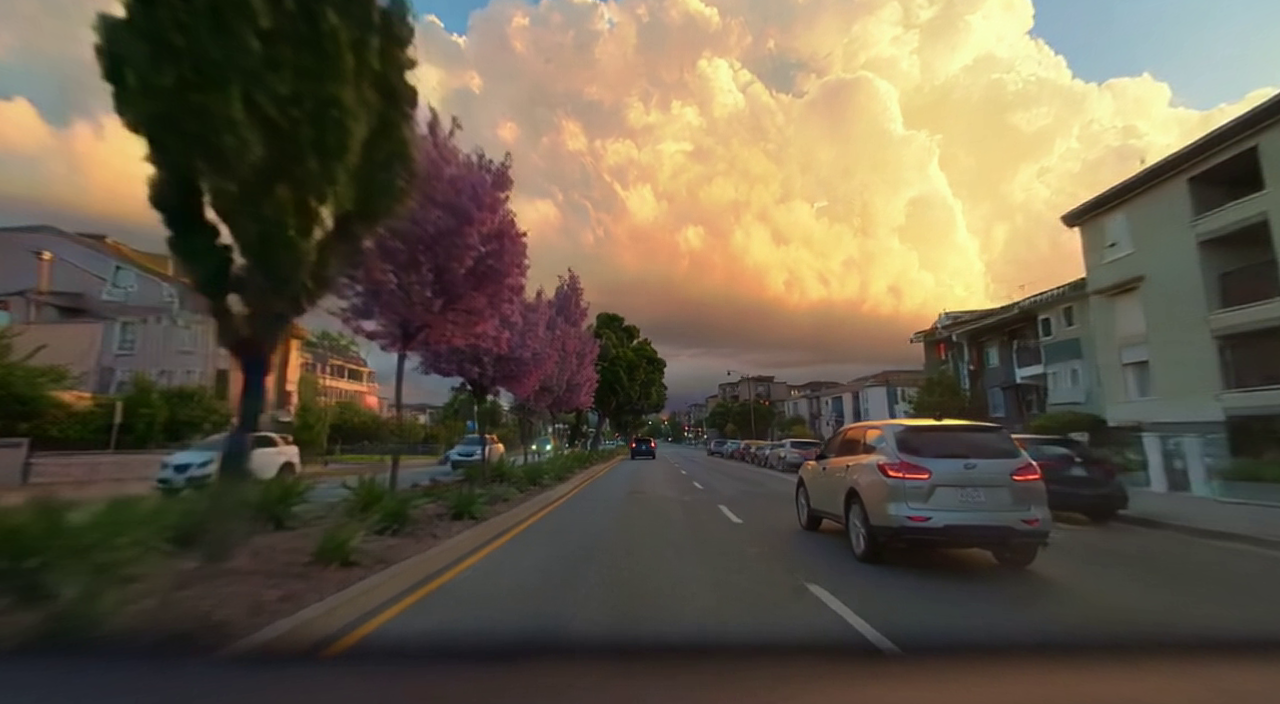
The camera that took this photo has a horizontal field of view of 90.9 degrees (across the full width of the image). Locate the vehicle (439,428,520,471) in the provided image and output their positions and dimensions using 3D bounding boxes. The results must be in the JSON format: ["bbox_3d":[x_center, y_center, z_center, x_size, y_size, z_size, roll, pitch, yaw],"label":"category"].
[{"bbox_3d":[-7.682,4.754,30.882,2.249,1.898,5.815,-1,-8,2],"label":"vehicle"}]

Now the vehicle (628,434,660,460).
[{"bbox_3d":[0.322,6.940,46.035,2.244,1.813,4.129,0,-8,2],"label":"vehicle"}]

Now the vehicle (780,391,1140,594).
[{"bbox_3d":[3.286,1.548,7.808,2.071,1.747,4.549,0,-8,0],"label":"vehicle"}]

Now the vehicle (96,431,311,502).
[{"bbox_3d":[-11.923,3.147,17.907,2.191,1.684,5.428,0,-8,1],"label":"vehicle"}]
